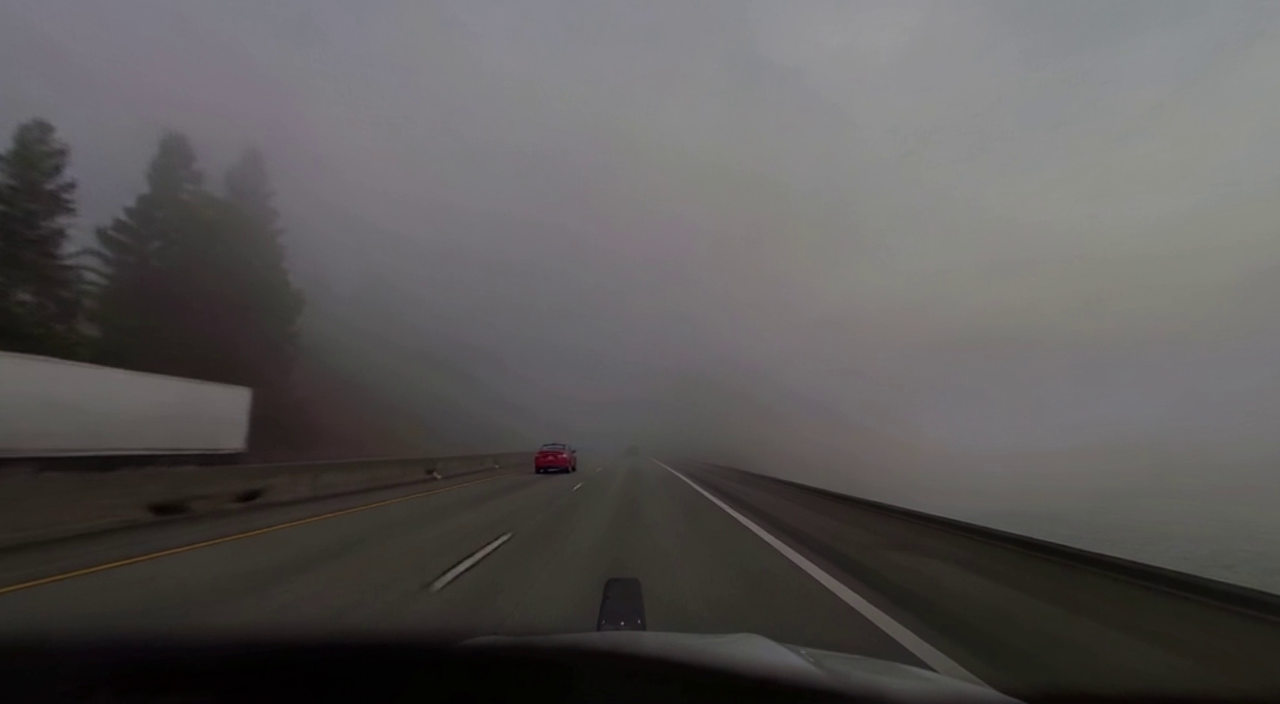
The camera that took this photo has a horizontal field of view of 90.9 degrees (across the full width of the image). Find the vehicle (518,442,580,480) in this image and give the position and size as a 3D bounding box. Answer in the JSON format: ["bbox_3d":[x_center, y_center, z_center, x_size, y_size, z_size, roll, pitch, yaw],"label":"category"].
[{"bbox_3d":[-4.005,4.876,28.460,2.083,1.560,4.713,0,-9,0],"label":"vehicle"}]

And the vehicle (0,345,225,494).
[{"bbox_3d":[-17.412,1.909,17.141,2.973,3.650,13.844,0,-9,-1],"label":"vehicle"}]
